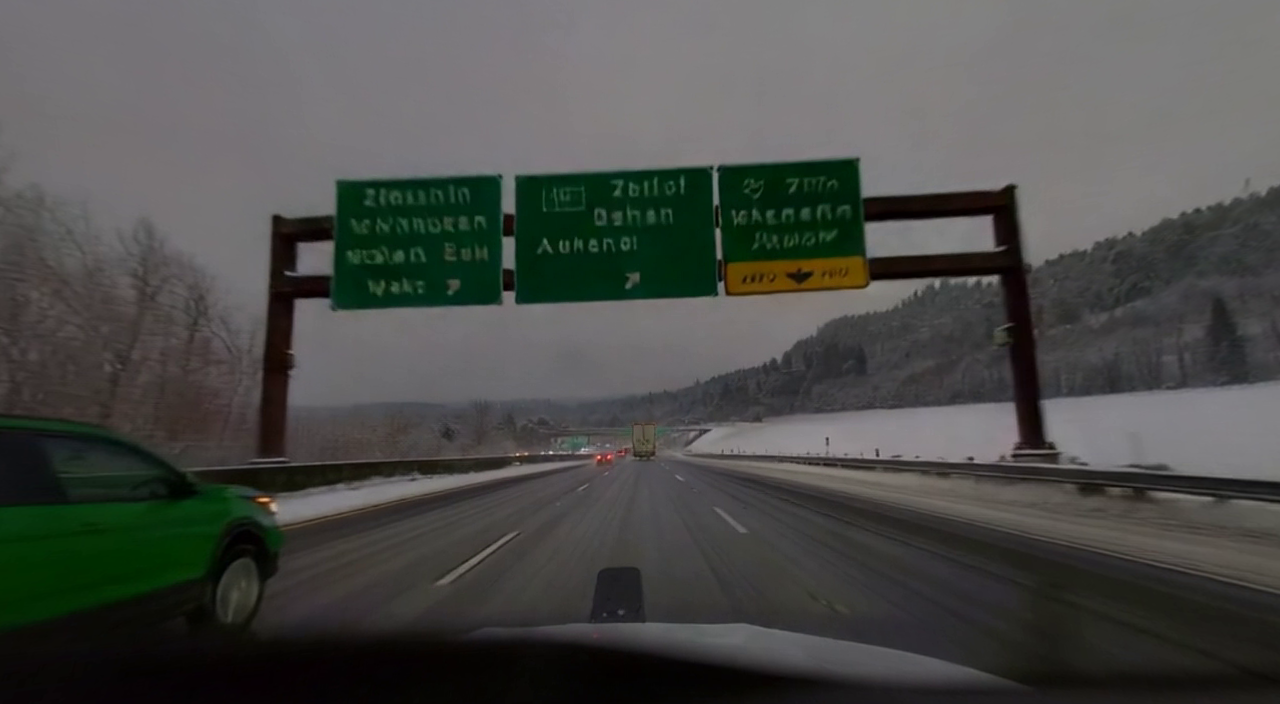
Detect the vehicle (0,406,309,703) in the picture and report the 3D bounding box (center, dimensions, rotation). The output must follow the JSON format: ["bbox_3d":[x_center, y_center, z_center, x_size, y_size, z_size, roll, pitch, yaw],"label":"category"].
[{"bbox_3d":[-3.743,1.062,3.134,1.843,1.517,4.200,0,-9,1],"label":"vehicle"}]
